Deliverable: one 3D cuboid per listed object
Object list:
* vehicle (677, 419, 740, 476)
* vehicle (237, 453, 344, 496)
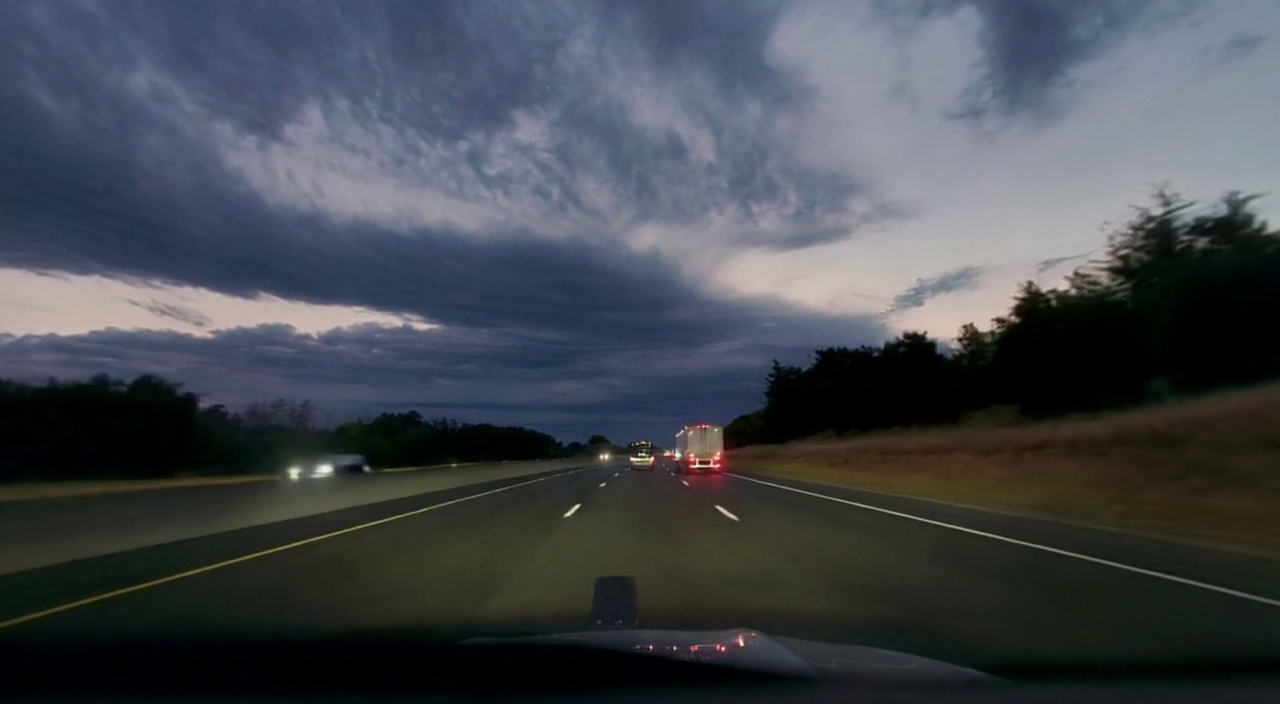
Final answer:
[{"bbox_3d":[4.336,6.365,42.027,2.960,3.381,8.914,0,-9,-1],"label":"vehicle"},{"bbox_3d":[-14.775,5.175,27.044,1.914,1.652,4.631,0,-9,0],"label":"vehicle"}]
